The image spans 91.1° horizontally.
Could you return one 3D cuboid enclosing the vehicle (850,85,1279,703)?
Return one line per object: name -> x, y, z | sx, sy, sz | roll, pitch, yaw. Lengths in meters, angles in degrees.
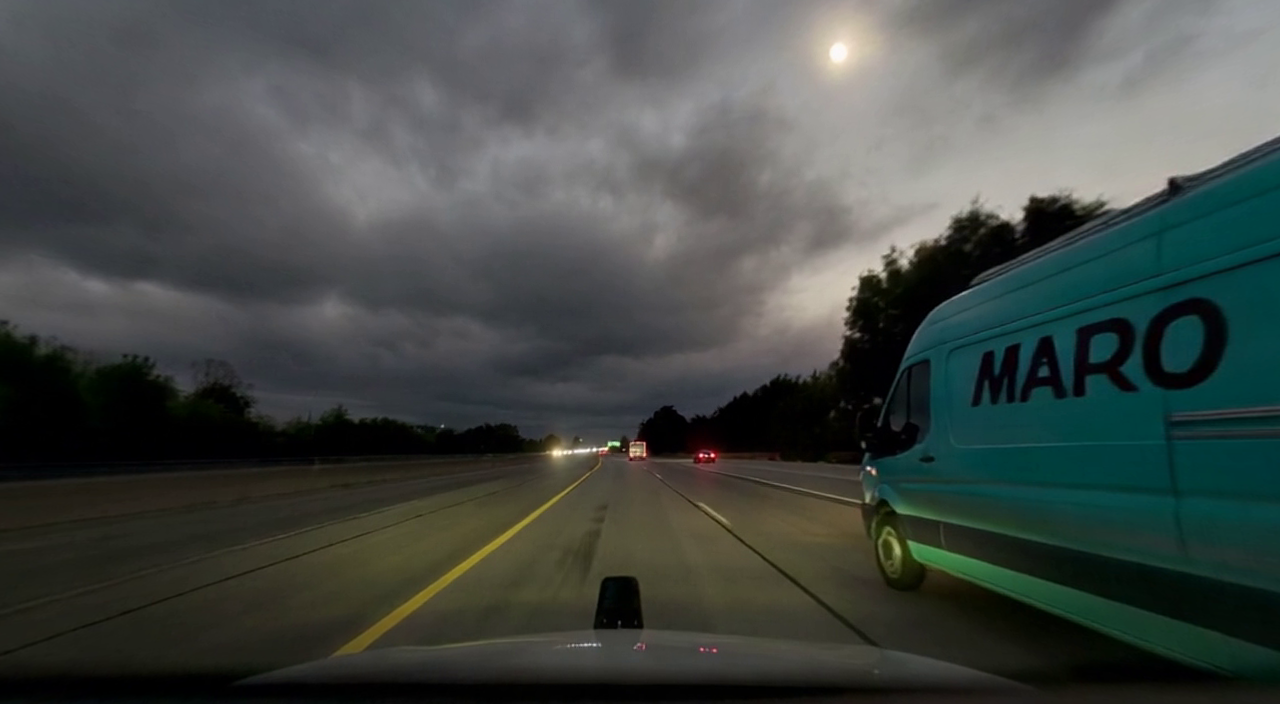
vehicle -> 3.564, 0.446, 3.034 | 2.355, 2.664, 7.367 | 0, -9, -1
